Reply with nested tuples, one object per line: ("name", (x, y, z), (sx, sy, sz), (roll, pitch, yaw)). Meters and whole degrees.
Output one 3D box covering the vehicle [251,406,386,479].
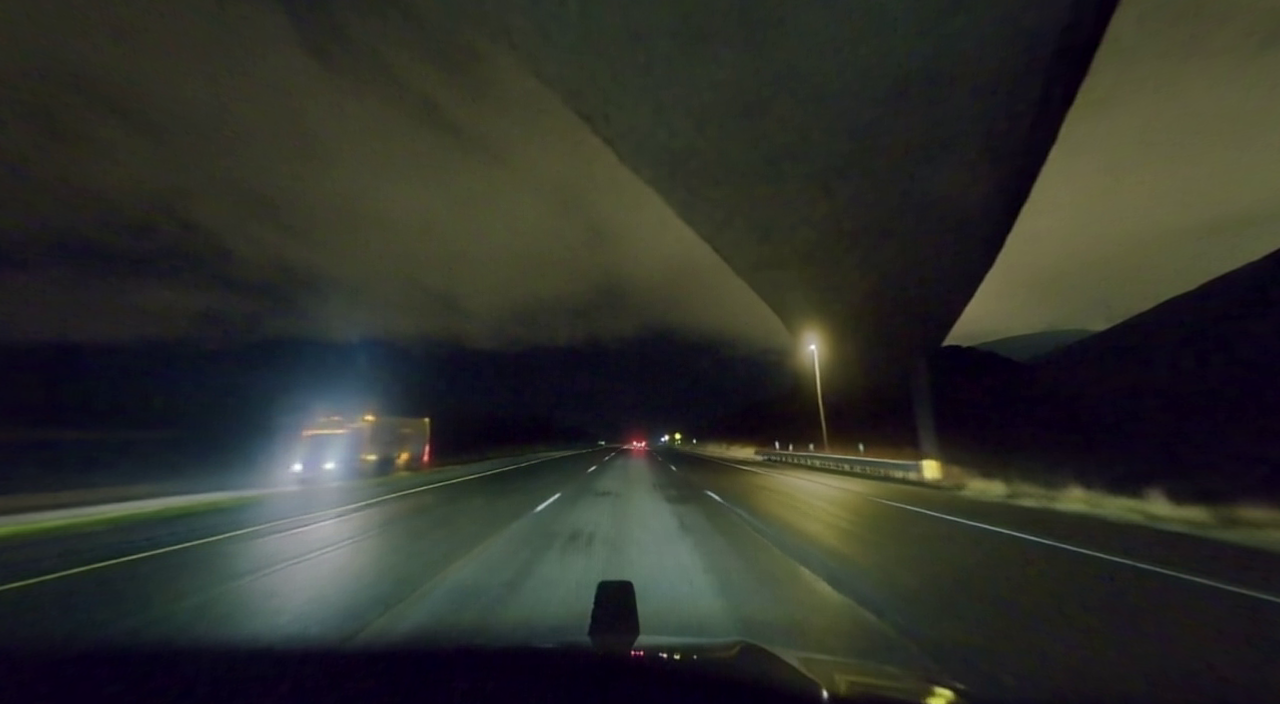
("vehicle", (-17.399, 5.028, 35.000), (2.879, 3.519, 8.685), (0, -8, 0))
